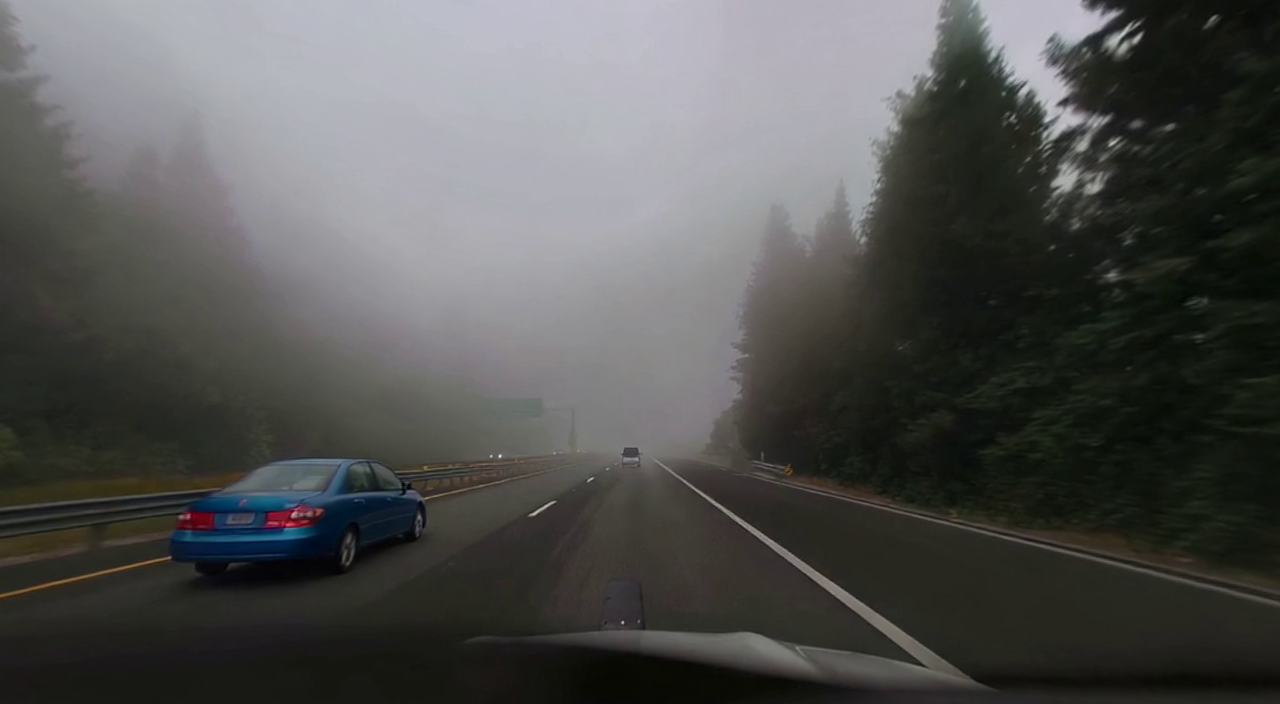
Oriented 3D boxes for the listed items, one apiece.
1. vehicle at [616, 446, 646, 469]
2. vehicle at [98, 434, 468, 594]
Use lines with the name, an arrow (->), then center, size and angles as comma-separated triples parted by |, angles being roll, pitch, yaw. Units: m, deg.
vehicle -> -0.632, 7.539, 45.253 | 2.011, 1.590, 3.607 | 0, -9, 0
vehicle -> -3.994, 1.876, 8.283 | 2.157, 1.483, 4.601 | 0, -9, 0
